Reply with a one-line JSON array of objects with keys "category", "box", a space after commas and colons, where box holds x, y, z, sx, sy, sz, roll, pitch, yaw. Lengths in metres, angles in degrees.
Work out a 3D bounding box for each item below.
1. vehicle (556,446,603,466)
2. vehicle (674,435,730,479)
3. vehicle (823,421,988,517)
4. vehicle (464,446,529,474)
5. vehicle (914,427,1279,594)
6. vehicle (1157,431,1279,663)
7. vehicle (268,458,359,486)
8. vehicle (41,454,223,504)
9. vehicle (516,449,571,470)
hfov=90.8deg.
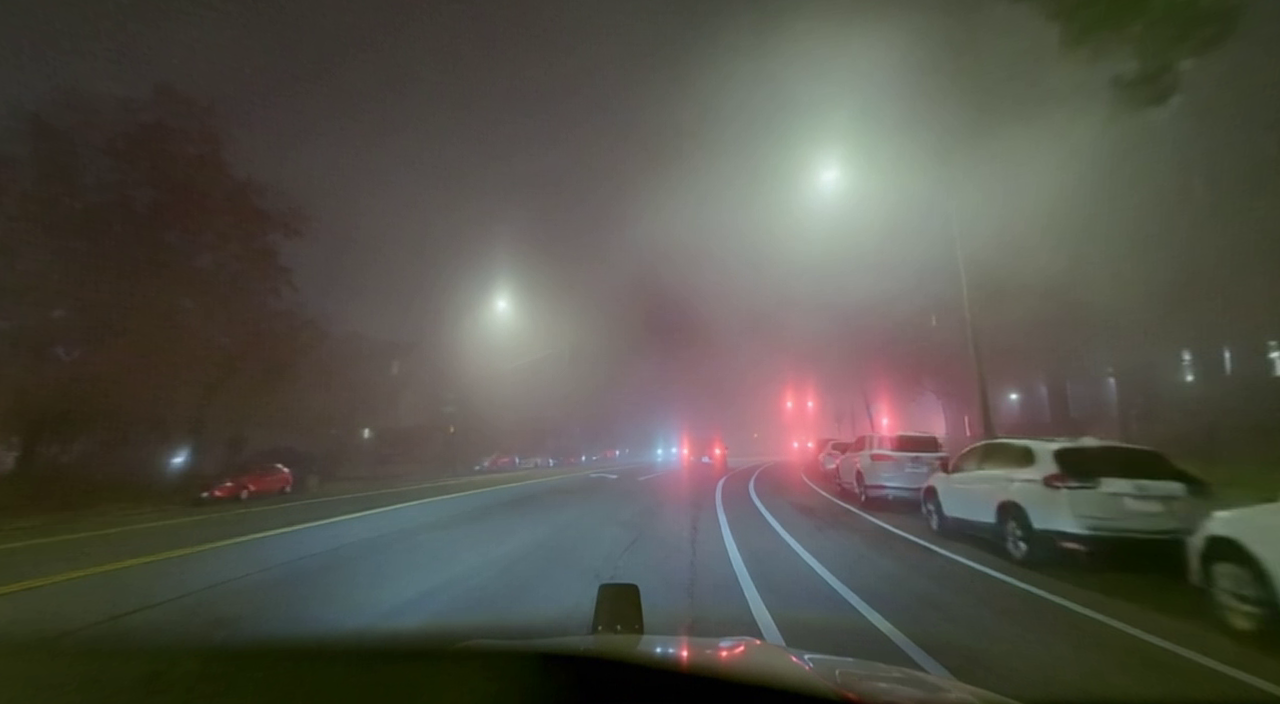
[{"category": "vehicle", "box": [-4.637, 8.063, 49.063, 1.880, 1.450, 4.627, -3, -9, 19]}, {"category": "vehicle", "box": [2.731, 4.438, 27.022, 1.852, 1.680, 4.488, -2, -9, 12]}, {"category": "vehicle", "box": [5.672, 2.547, 14.288, 2.128, 1.795, 4.622, -1, -8, 6]}, {"category": "vehicle", "box": [-8.337, 6.298, 37.117, 1.918, 1.508, 4.353, -2, -8, 15]}, {"category": "vehicle", "box": [5.317, 1.813, 8.205, 1.879, 1.547, 4.378, -1, -8, 5]}, {"category": "vehicle", "box": [4.951, 1.032, 2.627, 1.940, 1.456, 4.502, 0, -8, 3]}, {"category": "vehicle", "box": [-17.910, 6.568, 34.747, 4.195, 1.400, 1.726, -2, -9, 10]}, {"category": "vehicle", "box": [-20.886, 5.199, 26.113, 5.953, 1.868, 2.049, 0, -10, 5]}, {"category": "vehicle", "box": [-6.563, 7.335, 43.477, 1.893, 1.310, 4.719, -3, -9, 17]}]
